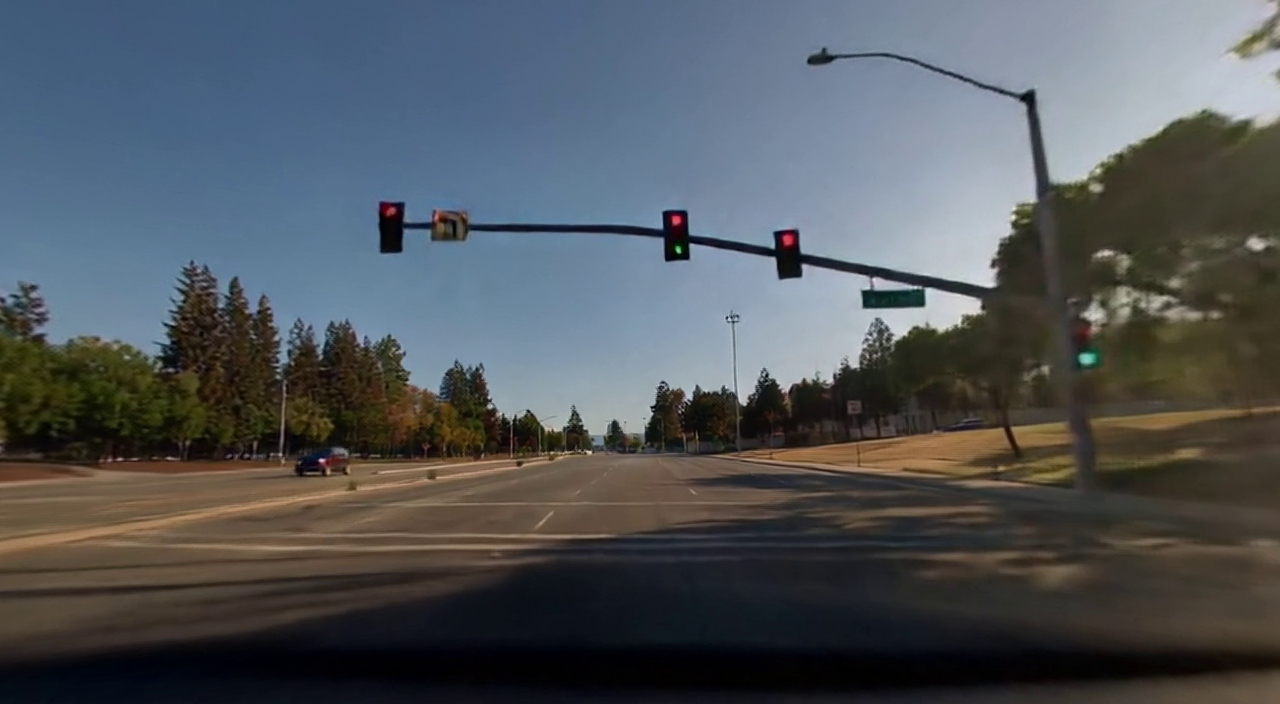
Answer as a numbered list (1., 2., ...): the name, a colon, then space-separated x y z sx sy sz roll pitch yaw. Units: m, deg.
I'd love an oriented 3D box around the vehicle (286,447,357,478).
1. vehicle: -18.888 6.527 37.722 1.976 1.704 4.316 0 -8 0
